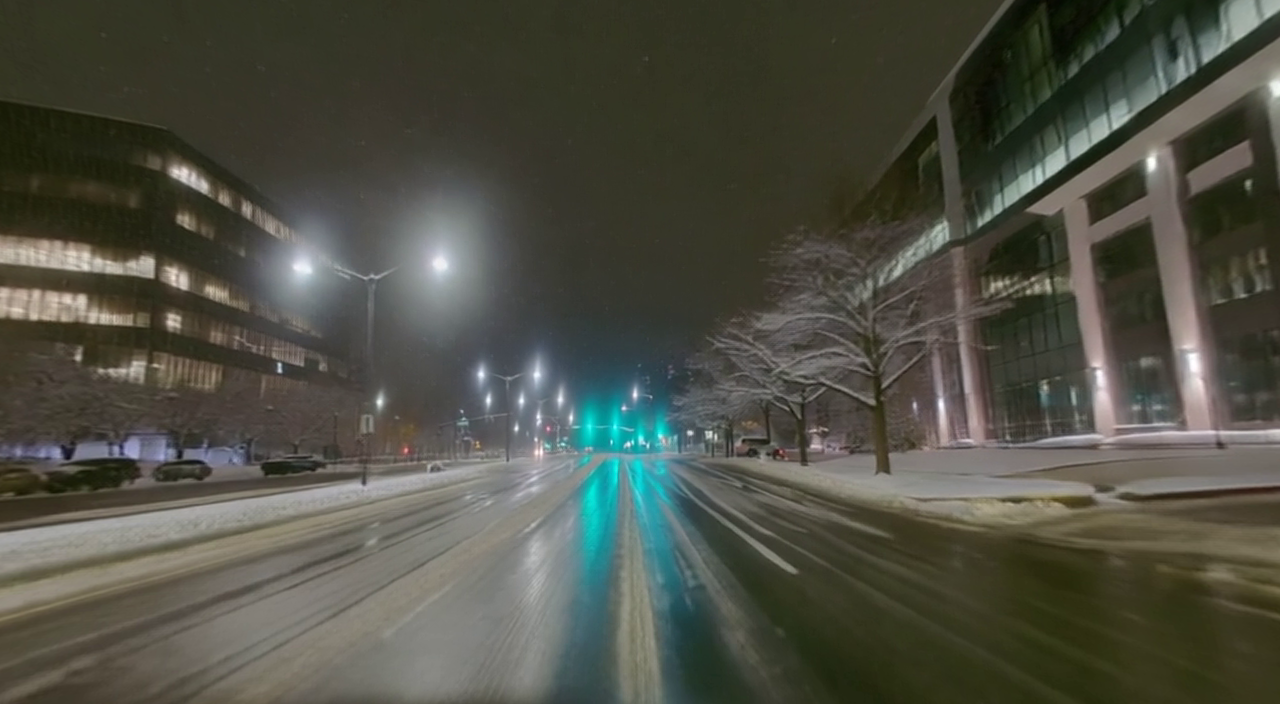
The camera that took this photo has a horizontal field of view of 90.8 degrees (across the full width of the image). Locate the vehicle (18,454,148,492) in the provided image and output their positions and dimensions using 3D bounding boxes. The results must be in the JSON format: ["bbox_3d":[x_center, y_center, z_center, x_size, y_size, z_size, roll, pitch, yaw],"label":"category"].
[{"bbox_3d":[-33.439,7.225,38.293,2.483,2.000,6.110,0,-8,-2],"label":"vehicle"}]
